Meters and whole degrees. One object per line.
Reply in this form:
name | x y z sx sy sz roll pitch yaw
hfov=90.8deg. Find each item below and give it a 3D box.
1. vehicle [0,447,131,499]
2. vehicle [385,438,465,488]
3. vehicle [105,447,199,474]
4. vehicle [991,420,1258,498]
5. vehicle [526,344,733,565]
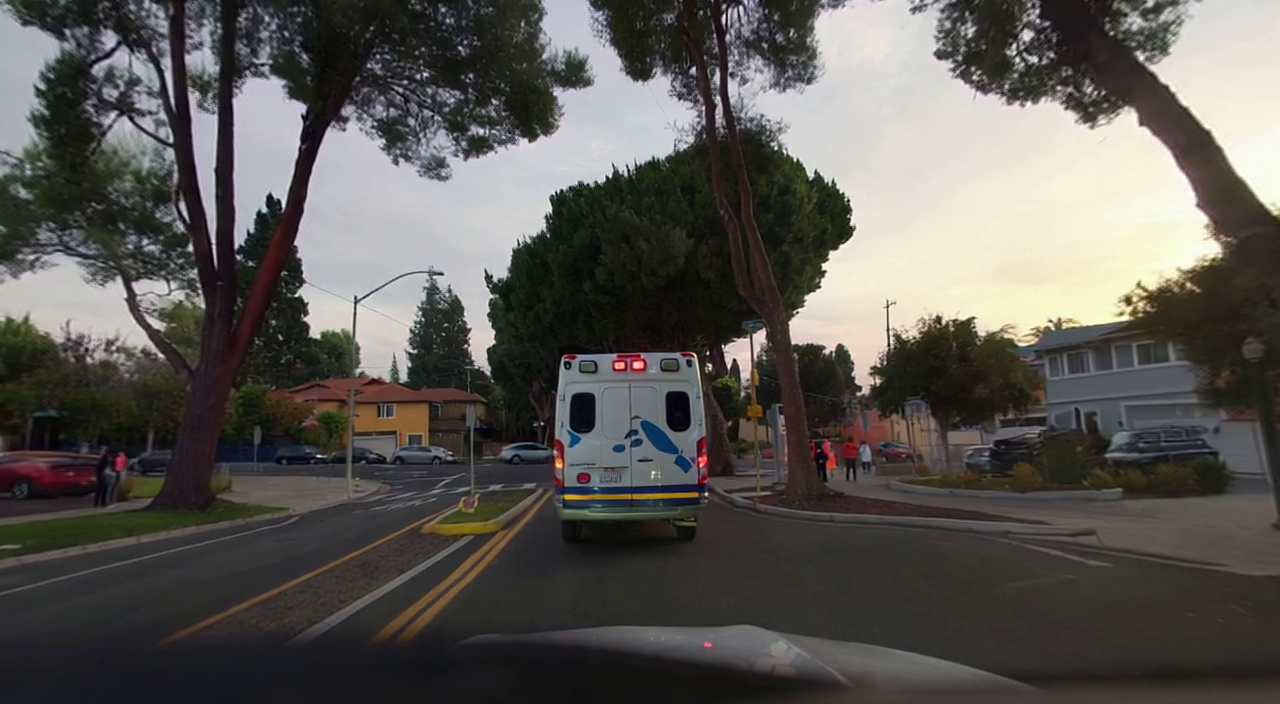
vehicle | -18.857 3.711 19.574 4.412 1.468 1.914 0 -8 -2
vehicle | -8.695 4.363 25.267 2.290 1.776 4.947 4 -9 -26
vehicle | -33.302 7.388 43.247 4.616 1.738 1.974 3 -9 -21
vehicle | 13.125 2.950 17.596 5.270 1.966 2.329 -2 -8 11
vehicle | -0.153 1.602 10.383 2.444 2.640 5.482 0 -8 0
